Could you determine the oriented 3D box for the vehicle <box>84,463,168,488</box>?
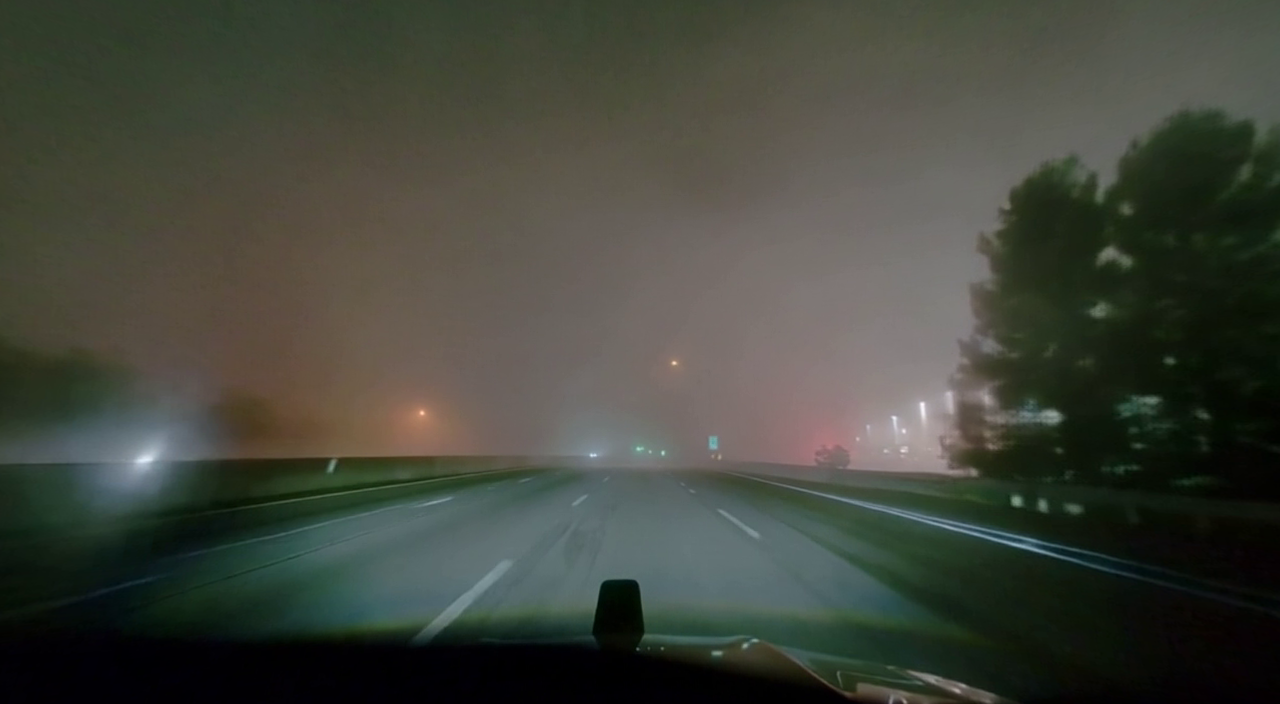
[{"bbox_3d":[-35.679,8.570,43.879,1.868,1.518,4.645,0,-9,1],"label":"vehicle"}]
